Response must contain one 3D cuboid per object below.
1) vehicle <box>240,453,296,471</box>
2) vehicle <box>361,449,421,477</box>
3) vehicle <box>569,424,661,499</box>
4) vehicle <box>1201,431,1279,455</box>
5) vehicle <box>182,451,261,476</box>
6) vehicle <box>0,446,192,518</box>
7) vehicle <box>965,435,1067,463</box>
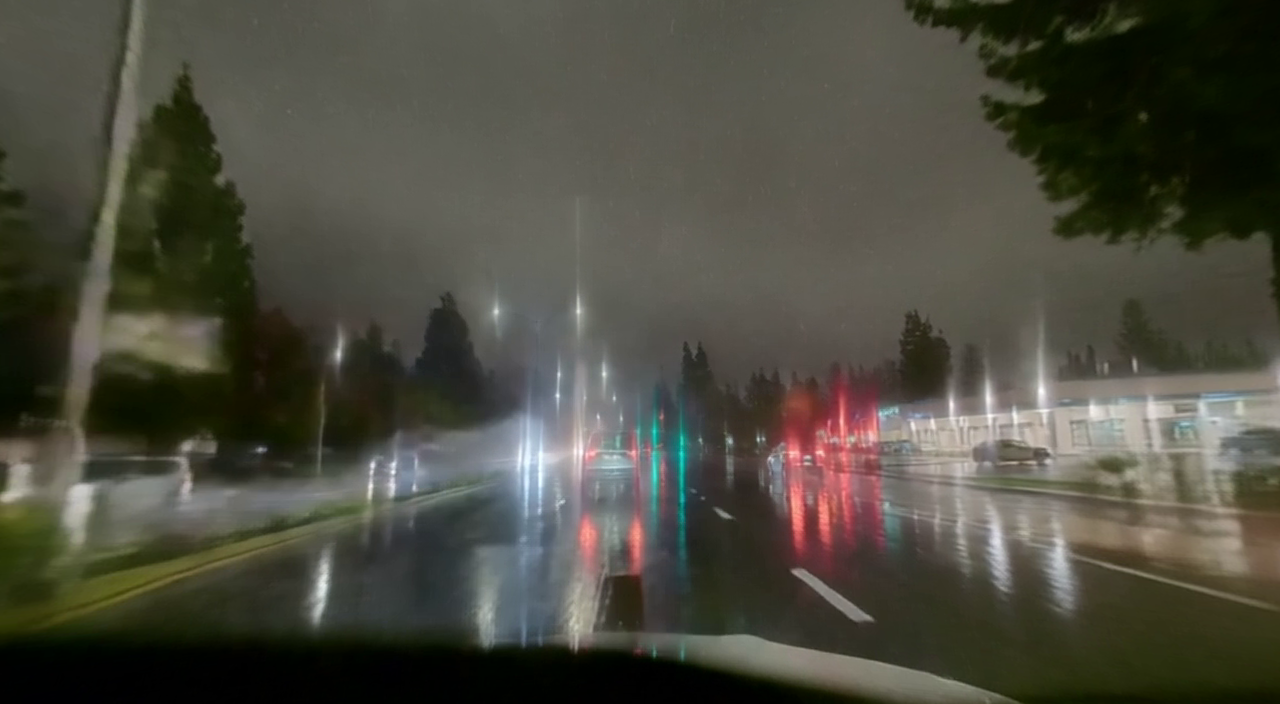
[{"bbox_3d":[-29.232,8.650,49.672,3.327,1.360,1.672,-1,-9,4],"label":"vehicle"},{"bbox_3d":[-15.575,6.931,39.787,2.022,1.615,4.324,0,-8,0],"label":"vehicle"},{"bbox_3d":[-0.774,3.119,18.394,2.300,1.870,4.936,0,-8,-3],"label":"vehicle"},{"bbox_3d":[39.780,5.944,41.265,4.167,1.455,2.067,-1,-8,0],"label":"vehicle"},{"bbox_3d":[-29.204,7.787,44.175,4.287,1.464,2.016,-3,-7,7],"label":"vehicle"},{"bbox_3d":[-16.267,3.746,18.925,2.127,1.836,4.833,0,-8,0],"label":"vehicle"},{"bbox_3d":[20.722,5.366,34.951,4.339,1.456,2.030,0,-8,-2],"label":"vehicle"}]
